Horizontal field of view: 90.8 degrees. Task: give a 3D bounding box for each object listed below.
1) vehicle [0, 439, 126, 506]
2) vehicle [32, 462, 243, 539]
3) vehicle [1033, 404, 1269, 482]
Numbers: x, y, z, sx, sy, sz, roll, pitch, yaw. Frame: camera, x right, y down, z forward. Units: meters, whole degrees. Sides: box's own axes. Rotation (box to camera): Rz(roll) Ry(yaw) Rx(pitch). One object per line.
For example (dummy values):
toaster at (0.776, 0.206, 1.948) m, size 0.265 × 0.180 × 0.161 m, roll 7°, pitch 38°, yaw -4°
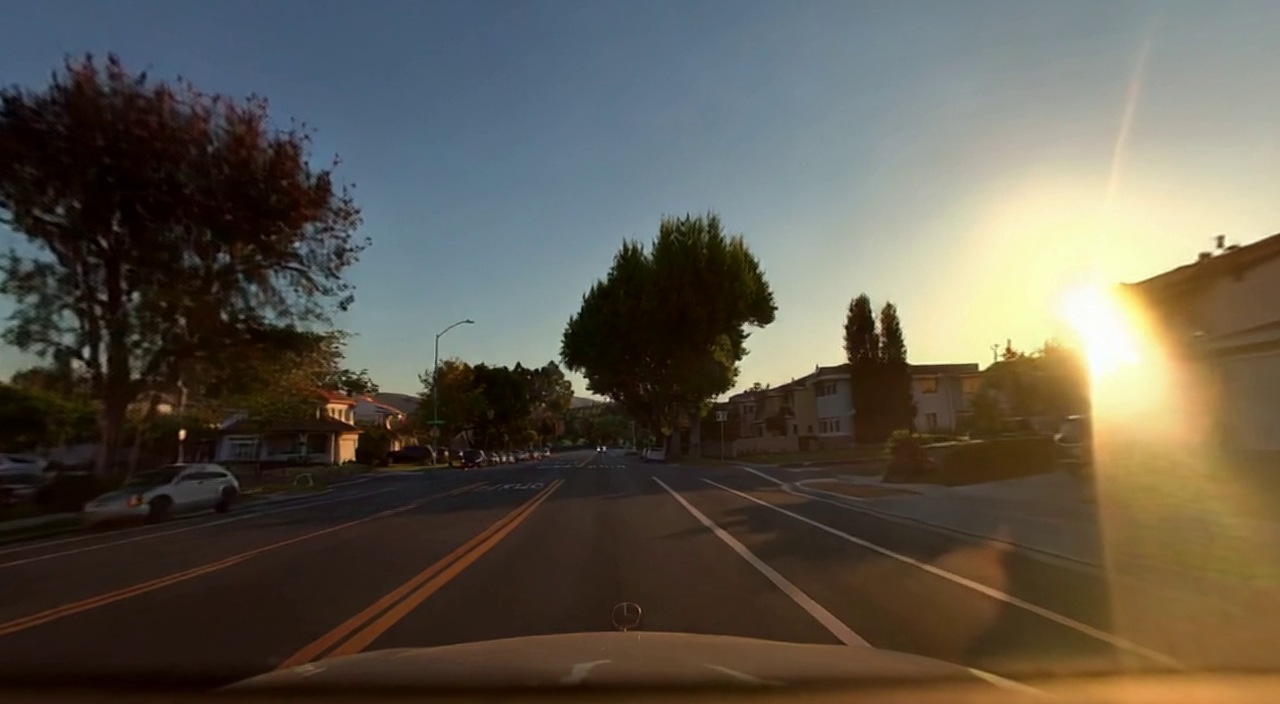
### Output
vehicle at (-19.877, 3.852, 19.876) m, size 5.560 × 1.892 × 2.099 m, roll -3°, pitch -9°, yaw 0°
vehicle at (-12.039, 3.524, 15.584) m, size 1.870 × 1.451 × 4.140 m, roll -1°, pitch -8°, yaw -2°
vehicle at (11.880, 2.127, 14.823) m, size 4.216 × 1.634 × 1.999 m, roll 2°, pitch -9°, yaw -13°
